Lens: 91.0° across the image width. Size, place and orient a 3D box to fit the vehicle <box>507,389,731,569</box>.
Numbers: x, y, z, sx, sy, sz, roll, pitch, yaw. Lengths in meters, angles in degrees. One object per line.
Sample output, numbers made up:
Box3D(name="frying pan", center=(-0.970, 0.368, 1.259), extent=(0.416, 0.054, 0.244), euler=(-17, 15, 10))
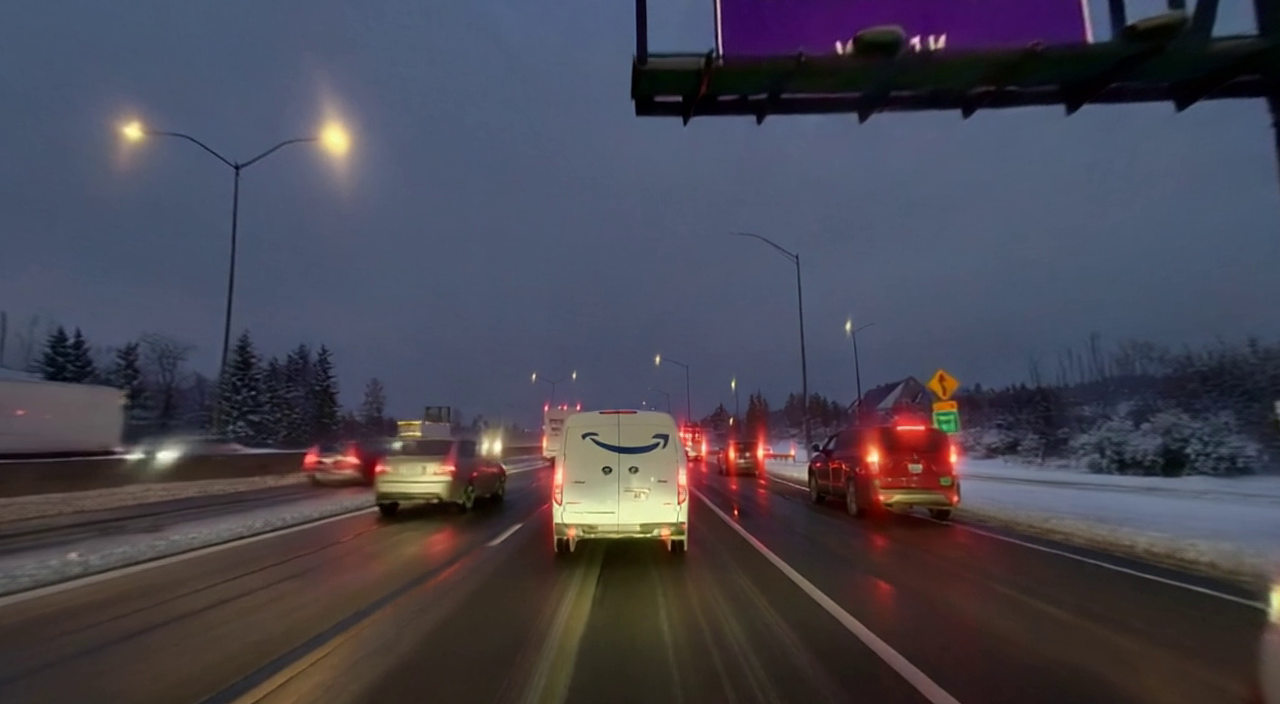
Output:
Box3D(name="vehicle", center=(-0.205, 1.627, 8.732), extent=(2.287, 1.823, 4.369), euler=(0, -9, 0))

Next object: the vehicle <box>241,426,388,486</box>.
Box3D(name="vehicle", center=(-10.397, 3.365, 20.657), extent=(2.191, 1.708, 4.784), euler=(0, -8, 1))

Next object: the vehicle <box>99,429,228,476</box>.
Box3D(name="vehicle", center=(-15.833, 3.351, 21.158), extent=(1.578, 1.432, 3.491), euler=(0, -9, 0))

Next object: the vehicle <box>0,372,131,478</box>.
Box3D(name="vehicle", center=(-22.979, 2.529, 21.703), extent=(3.003, 3.521, 9.197), euler=(0, -9, 1))

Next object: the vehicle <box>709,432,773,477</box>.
Box3D(name="vehicle", center=(4.183, 4.351, 26.868), extent=(2.064, 1.720, 4.416), euler=(0, -8, 1))

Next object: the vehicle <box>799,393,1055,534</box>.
Box3D(name="vehicle", center=(4.794, 1.990, 11.741), extent=(2.179, 1.999, 5.331), euler=(1, -9, -1))

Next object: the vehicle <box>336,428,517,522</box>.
Box3D(name="vehicle", center=(-3.913, 2.328, 12.494), extent=(1.983, 1.496, 4.371), euler=(0, -8, 1))
